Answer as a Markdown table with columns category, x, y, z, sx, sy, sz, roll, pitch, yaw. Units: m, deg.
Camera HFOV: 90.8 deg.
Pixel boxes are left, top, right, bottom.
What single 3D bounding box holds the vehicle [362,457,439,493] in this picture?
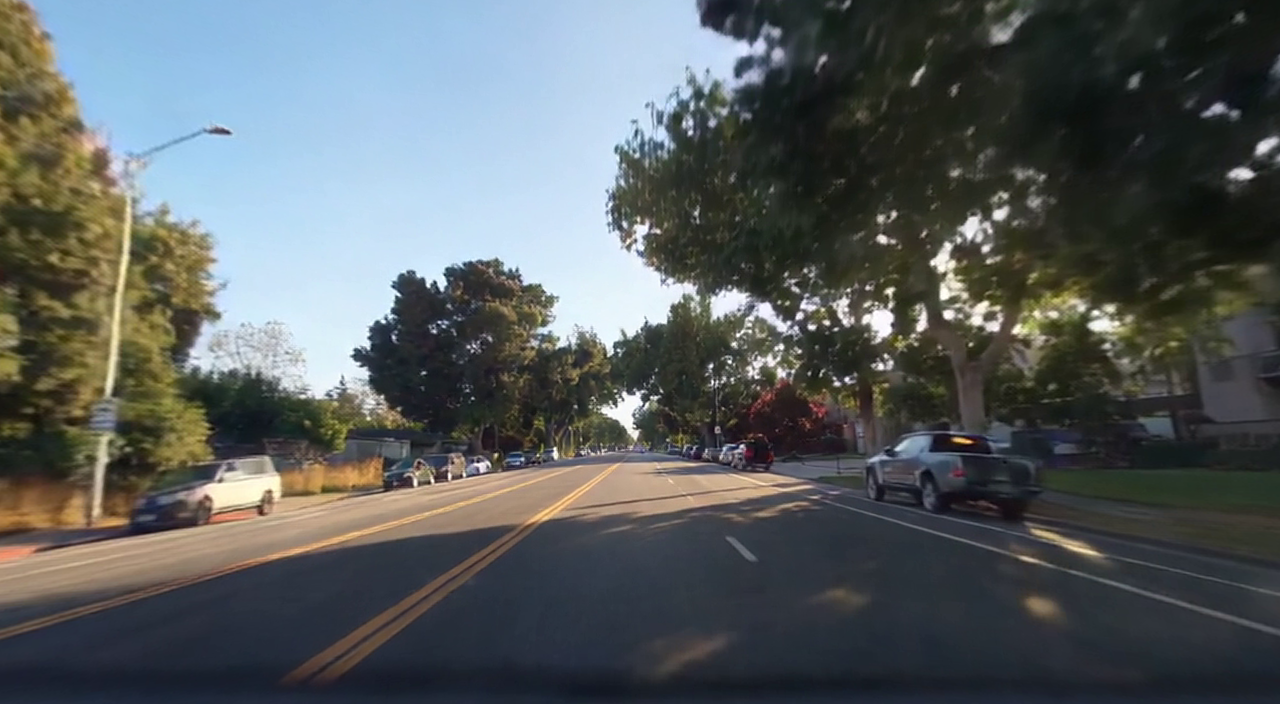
| category | x | y | z | sx | sy | sz | roll | pitch | yaw |
| --- | --- | --- | --- | --- | --- | --- | --- | --- | --- |
| vehicle | -10.807 | 5.548 | 28.863 | 1.838 | 1.450 | 4.317 | 0 | -9 | -1 |

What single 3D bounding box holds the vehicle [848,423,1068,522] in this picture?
| category | x | y | z | sx | sy | sz | roll | pitch | yaw |
| --- | --- | --- | --- | --- | --- | --- | --- | --- | --- |
| vehicle | 7.388 | 2.874 | 15.757 | 2.224 | 1.956 | 6.057 | 0 | -9 | -1 |

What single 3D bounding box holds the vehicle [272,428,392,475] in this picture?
| category | x | y | z | sx | sy | sz | roll | pitch | yaw |
| --- | --- | --- | --- | --- | --- | --- | --- | --- | --- |
| vehicle | -20.694 | 6.739 | 42.714 | 6.604 | 3.012 | 2.656 | 0 | -9 | 1 |

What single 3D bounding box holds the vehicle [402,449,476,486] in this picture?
| category | x | y | z | sx | sy | sz | roll | pitch | yaw |
| --- | --- | --- | --- | --- | --- | --- | --- | --- | --- |
| vehicle | -10.734 | 6.184 | 34.214 | 2.050 | 1.769 | 5.585 | 0 | -9 | 1 |

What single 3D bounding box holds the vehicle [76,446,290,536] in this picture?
| category | x | y | z | sx | sy | sz | roll | pitch | yaw |
| --- | --- | --- | --- | --- | --- | --- | --- | --- | --- |
| vehicle | -10.739 | 3.248 | 15.338 | 1.996 | 1.781 | 4.139 | -3 | -9 | 2 |

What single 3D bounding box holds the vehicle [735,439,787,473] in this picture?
| category | x | y | z | sx | sy | sz | roll | pitch | yaw |
| --- | --- | --- | --- | --- | --- | --- | --- | --- | --- |
| vehicle | 7.267 | 6.308 | 38.510 | 2.103 | 1.912 | 4.892 | 0 | -9 | -1 |
